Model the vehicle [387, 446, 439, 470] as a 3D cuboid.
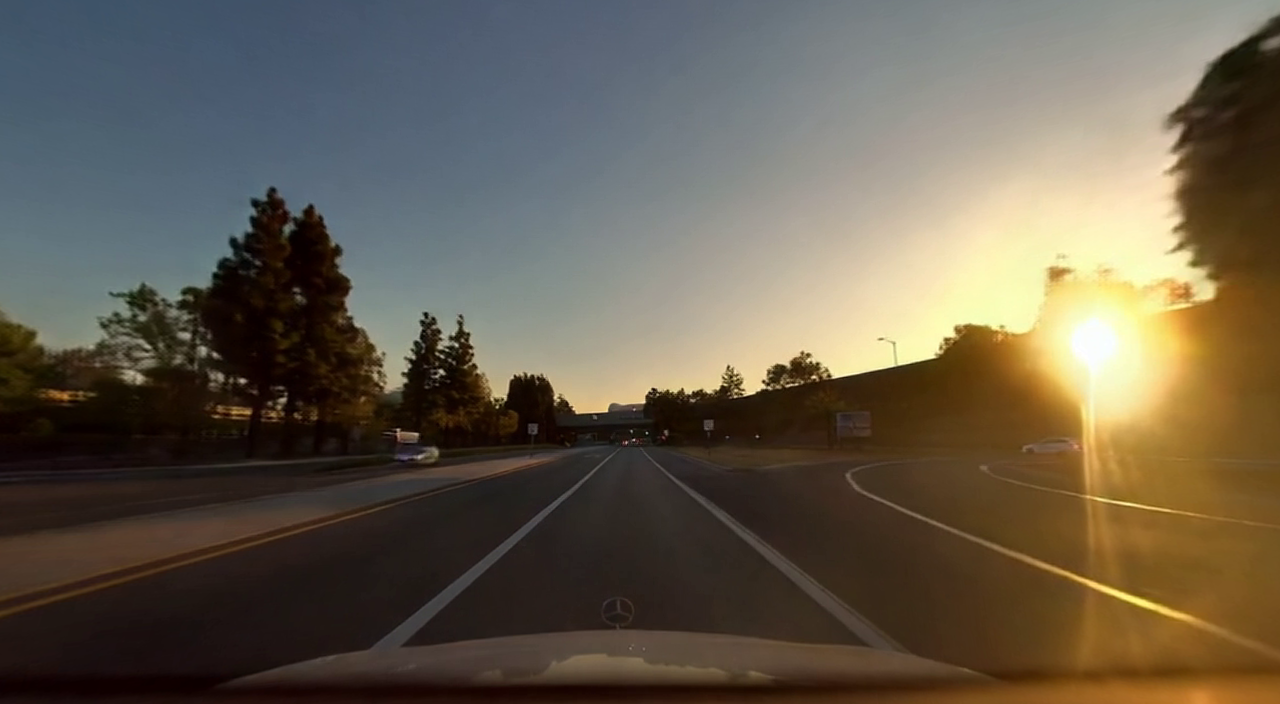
[{"bbox_3d":[-15.561,7.286,43.426,1.956,1.471,4.552,-1,-8,0],"label":"vehicle"}]
